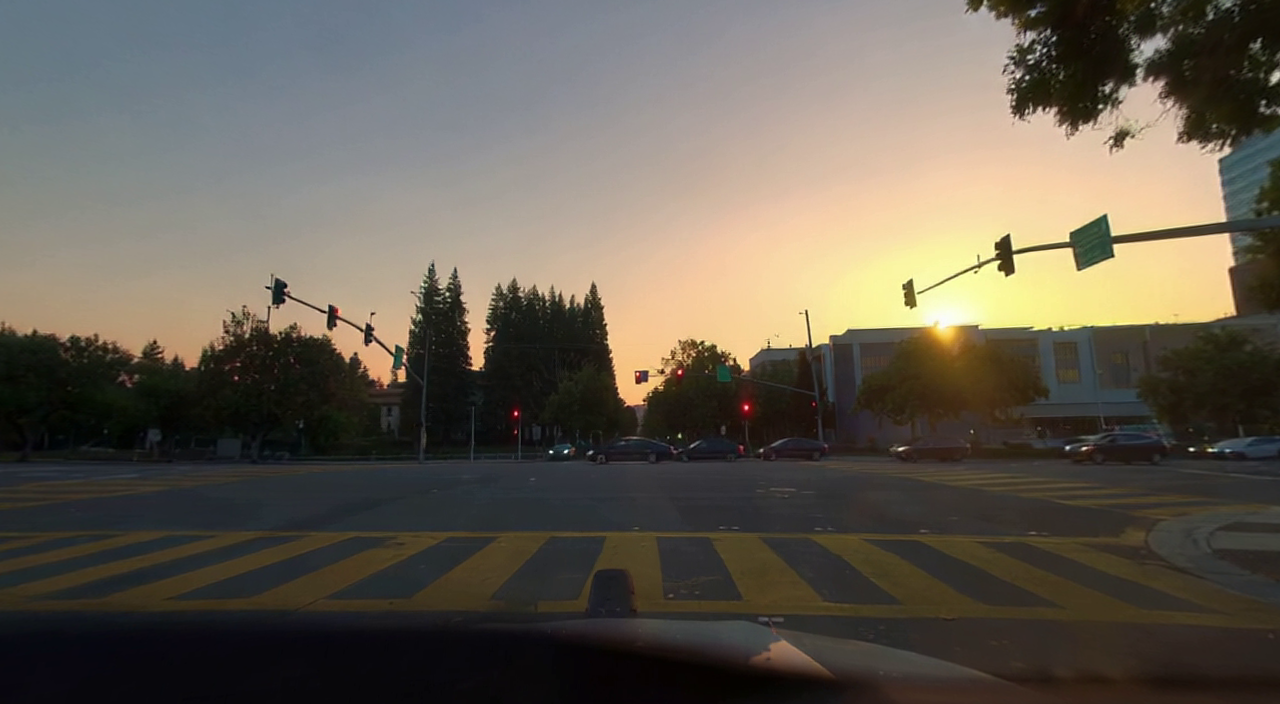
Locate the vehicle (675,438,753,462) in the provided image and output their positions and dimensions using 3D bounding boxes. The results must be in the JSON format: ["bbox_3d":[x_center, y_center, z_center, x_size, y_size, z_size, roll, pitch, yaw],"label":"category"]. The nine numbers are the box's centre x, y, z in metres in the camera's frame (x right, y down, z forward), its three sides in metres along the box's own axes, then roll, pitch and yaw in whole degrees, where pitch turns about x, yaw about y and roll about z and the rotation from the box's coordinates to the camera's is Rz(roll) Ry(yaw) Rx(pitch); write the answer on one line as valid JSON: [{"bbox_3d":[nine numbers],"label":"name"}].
[{"bbox_3d":[4.634,6.208,40.175,4.759,1.445,1.865,0,-9,0],"label":"vehicle"}]

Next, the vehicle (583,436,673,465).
[{"bbox_3d":[-0.619,5.179,33.174,4.629,1.423,1.833,0,-9,0],"label":"vehicle"}]

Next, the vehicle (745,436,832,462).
[{"bbox_3d":[8.627,5.670,36.920,4.631,1.435,1.715,0,-9,-1],"label":"vehicle"}]

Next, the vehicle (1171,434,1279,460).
[{"bbox_3d":[34.087,5.519,36.713,4.724,1.452,1.870,0,-9,0],"label":"vehicle"}]

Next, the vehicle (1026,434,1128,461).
[{"bbox_3d":[25.262,5.520,36.612,4.519,1.476,1.767,0,-9,1],"label":"vehicle"}]

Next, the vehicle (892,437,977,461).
[{"bbox_3d":[18.626,6.139,40.068,4.443,1.472,1.794,0,-9,1],"label":"vehicle"}]
